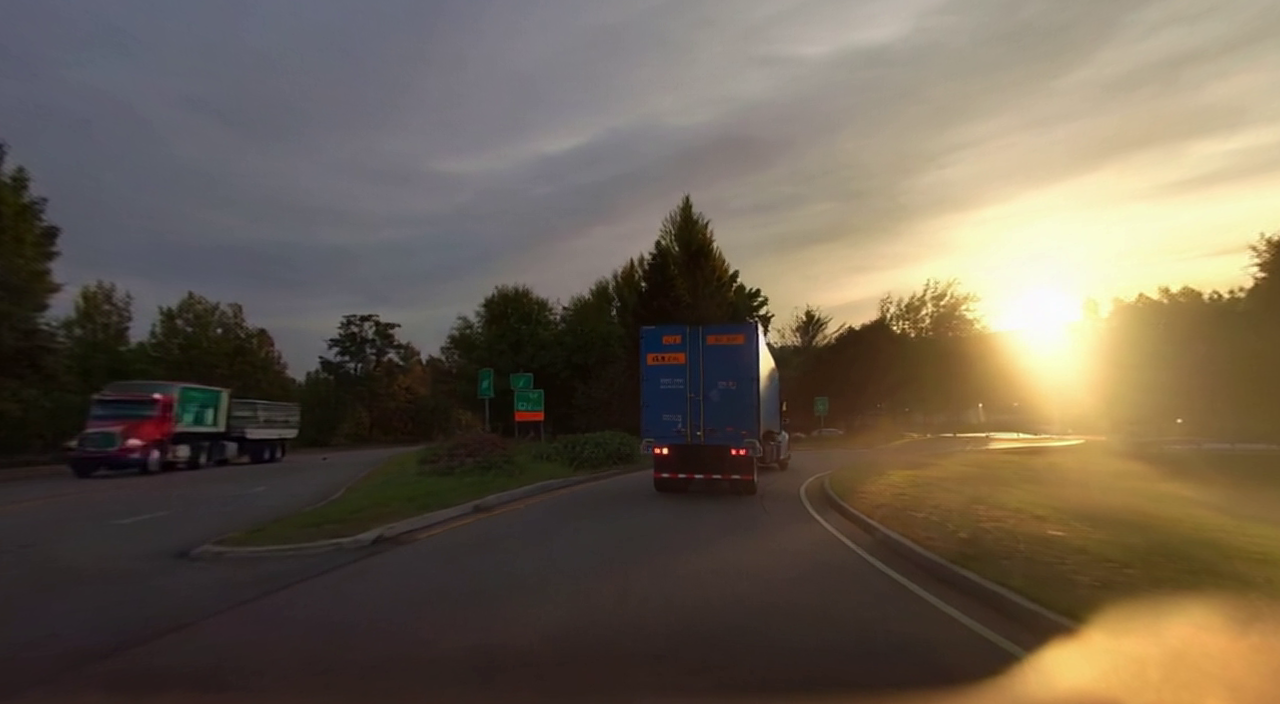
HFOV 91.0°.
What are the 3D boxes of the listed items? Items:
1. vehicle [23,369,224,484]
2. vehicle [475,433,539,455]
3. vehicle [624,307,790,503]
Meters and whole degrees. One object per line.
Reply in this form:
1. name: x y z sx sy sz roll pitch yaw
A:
1. vehicle: -18.983 2.849 23.797 3.008 3.708 6.125 0 -8 -10
2. vehicle: -10.434 7.214 49.316 4.578 1.573 1.806 3 -9 -25
3. vehicle: 2.270 1.620 16.536 2.937 3.647 9.344 -3 -8 14
